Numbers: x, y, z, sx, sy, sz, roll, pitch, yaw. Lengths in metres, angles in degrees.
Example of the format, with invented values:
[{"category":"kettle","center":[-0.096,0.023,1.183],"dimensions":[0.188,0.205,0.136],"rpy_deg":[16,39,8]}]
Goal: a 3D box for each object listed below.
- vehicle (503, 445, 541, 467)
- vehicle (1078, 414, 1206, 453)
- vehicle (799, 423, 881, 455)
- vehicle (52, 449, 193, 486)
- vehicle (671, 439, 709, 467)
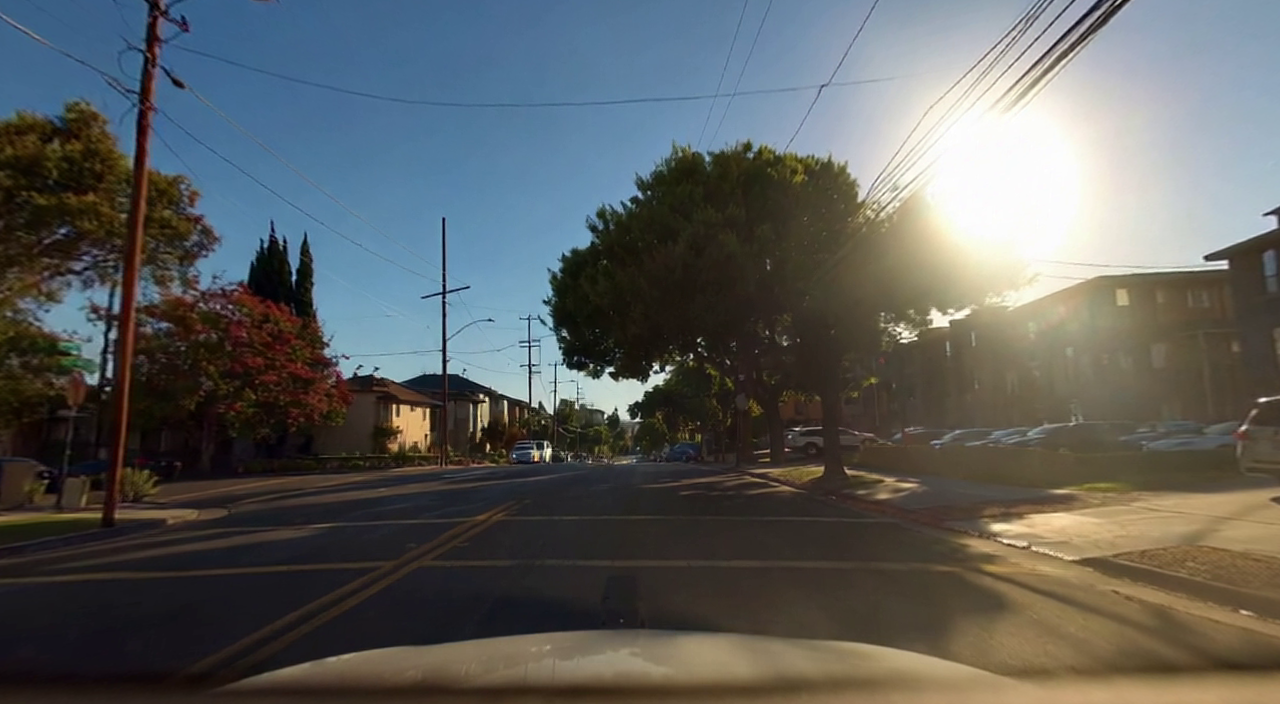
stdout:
[{"category":"vehicle","center":[-8.540,7.533,46.098],"dimensions":[2.066,1.472,4.353],"rpy_deg":[0,-8,-1]},{"category":"vehicle","center":[22.394,3.680,28.289],"dimensions":[4.002,1.505,2.061],"rpy_deg":[-1,-10,-5]},{"category":"vehicle","center":[11.222,4.900,35.411],"dimensions":[4.509,1.664,1.981],"rpy_deg":[5,-10,-35]},{"category":"vehicle","center":[-22.254,4.970,27.315],"dimensions":[4.424,1.486,1.814],"rpy_deg":[0,-8,-2]},{"category":"vehicle","center":[3.246,6.694,42.049],"dimensions":[1.993,1.755,4.256],"rpy_deg":[0,-8,-2]}]
